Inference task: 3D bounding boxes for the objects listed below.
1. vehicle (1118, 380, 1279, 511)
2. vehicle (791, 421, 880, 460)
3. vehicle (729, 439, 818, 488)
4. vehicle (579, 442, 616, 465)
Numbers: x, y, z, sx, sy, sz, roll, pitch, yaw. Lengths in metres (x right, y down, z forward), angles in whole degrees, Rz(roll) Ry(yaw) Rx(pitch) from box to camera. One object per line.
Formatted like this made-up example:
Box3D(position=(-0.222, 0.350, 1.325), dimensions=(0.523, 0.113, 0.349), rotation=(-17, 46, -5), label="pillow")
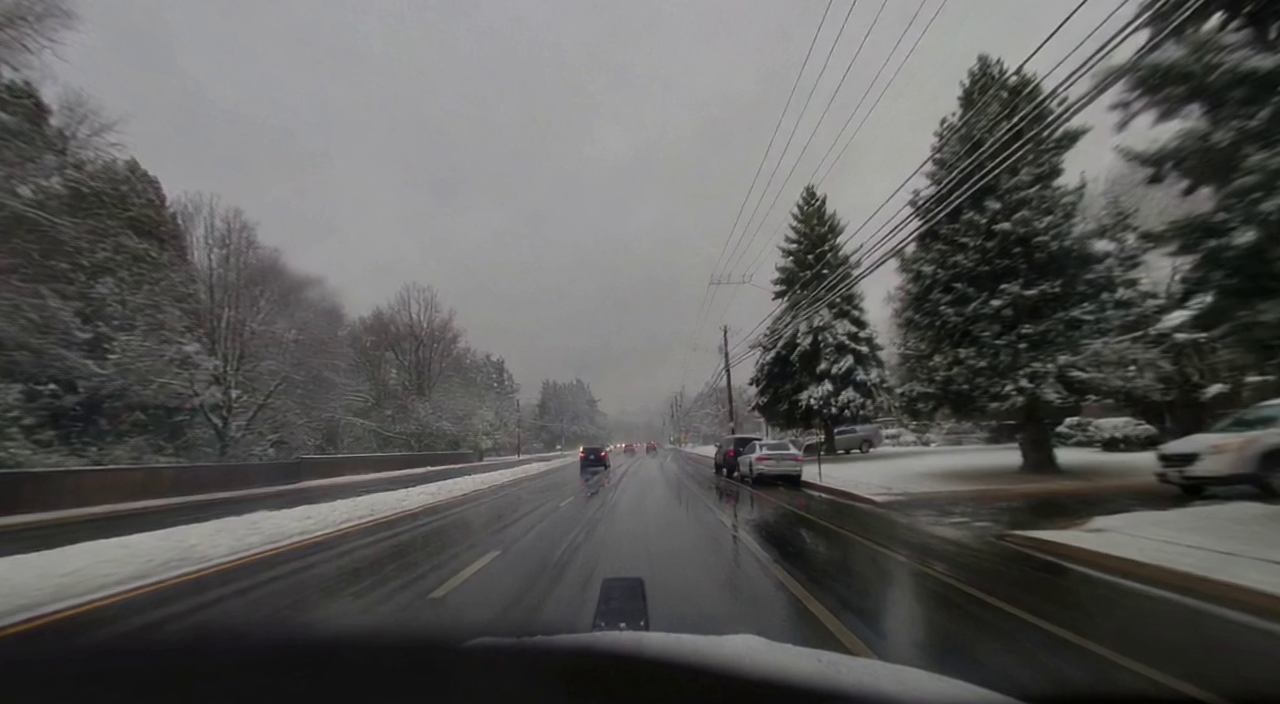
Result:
Box3D(position=(11.513, 1.422, 10.588), dimensions=(4.860, 1.919, 2.318), rotation=(-4, -9, 2), label="vehicle")
Box3D(position=(11.858, 5.444, 38.625), dimensions=(4.888, 1.758, 2.037), rotation=(-8, -10, 12), label="vehicle")
Box3D(position=(4.570, 3.893, 22.382), dimensions=(2.241, 1.536, 4.682), rotation=(0, -9, 2), label="vehicle")
Box3D(position=(-2.901, 7.113, 44.317), dimensions=(2.084, 1.466, 4.522), rotation=(-1, -9, 2), label="vehicle")
